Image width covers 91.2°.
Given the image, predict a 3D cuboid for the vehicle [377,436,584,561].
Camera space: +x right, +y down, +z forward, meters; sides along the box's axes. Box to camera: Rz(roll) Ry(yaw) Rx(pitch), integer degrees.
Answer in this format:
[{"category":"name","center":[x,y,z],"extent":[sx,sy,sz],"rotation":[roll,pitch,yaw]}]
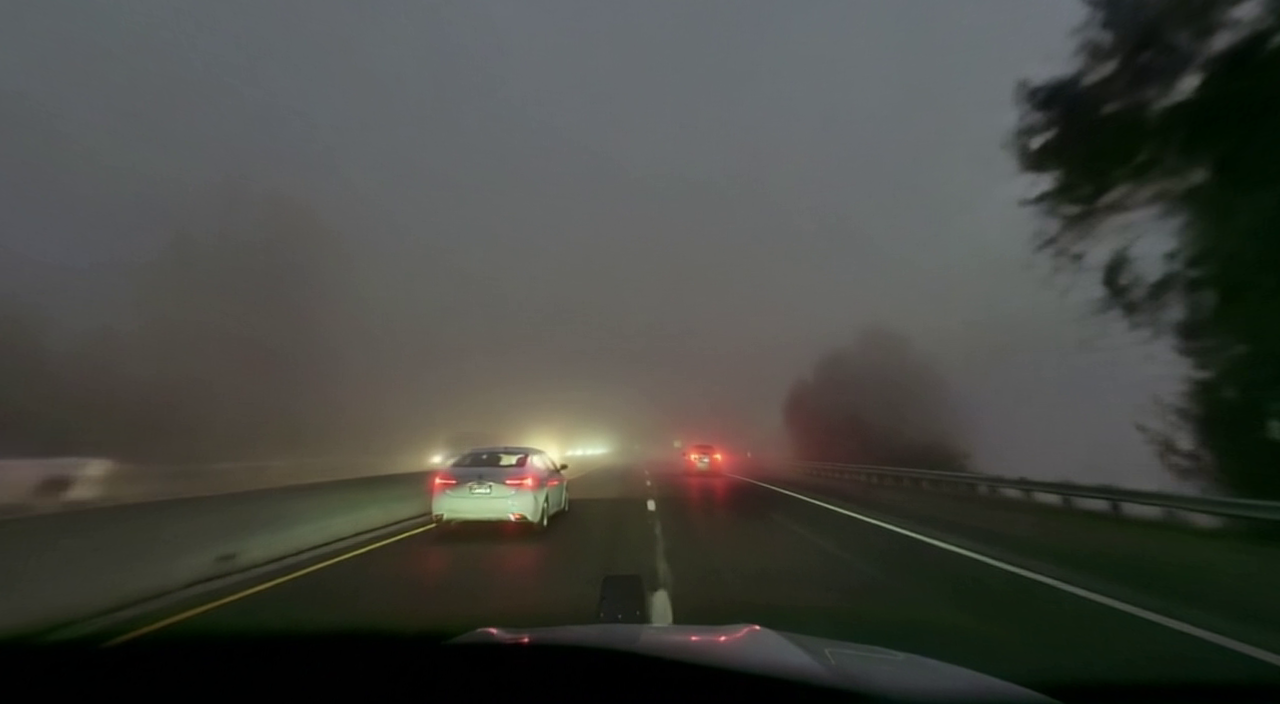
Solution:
[{"category":"vehicle","center":[-2.103,2.084,9.656],"extent":[2.013,1.479,4.169],"rotation":[0,-9,1]}]

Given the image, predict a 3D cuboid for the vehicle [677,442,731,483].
[{"category":"vehicle","center":[2.633,4.650,26.594],"extent":[1.910,1.554,3.718],"rotation":[0,-9,1]}]
